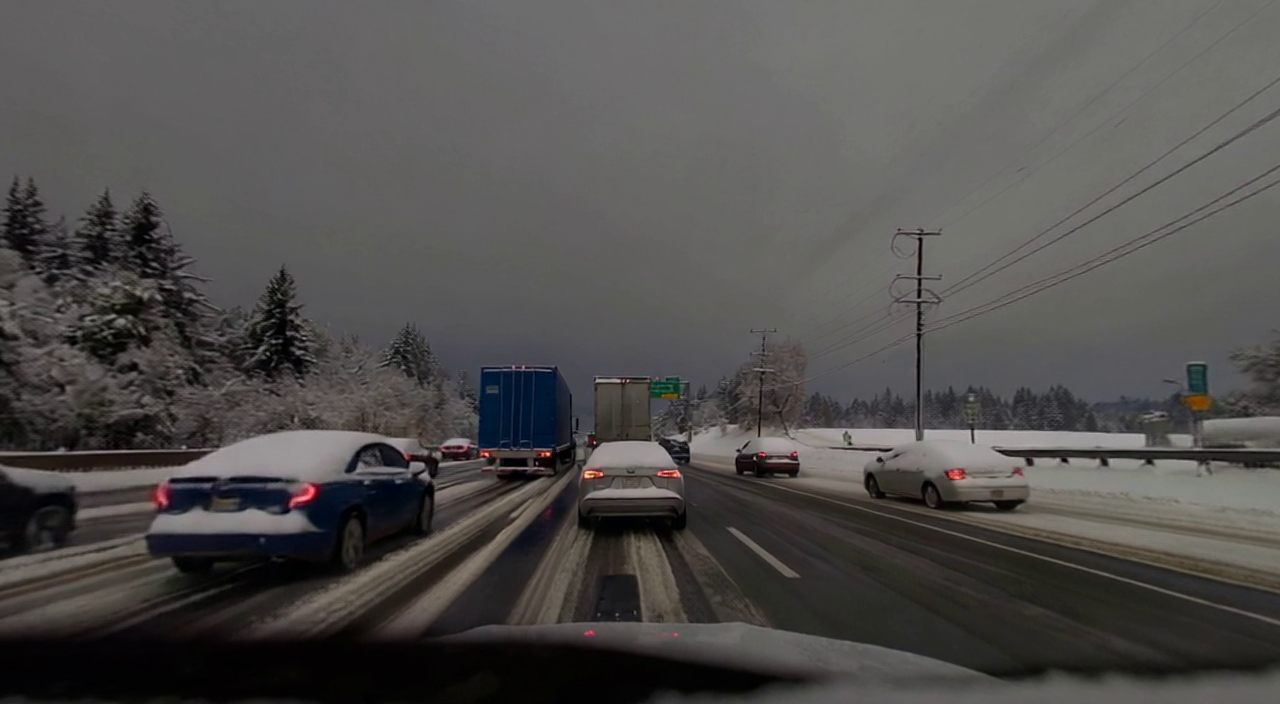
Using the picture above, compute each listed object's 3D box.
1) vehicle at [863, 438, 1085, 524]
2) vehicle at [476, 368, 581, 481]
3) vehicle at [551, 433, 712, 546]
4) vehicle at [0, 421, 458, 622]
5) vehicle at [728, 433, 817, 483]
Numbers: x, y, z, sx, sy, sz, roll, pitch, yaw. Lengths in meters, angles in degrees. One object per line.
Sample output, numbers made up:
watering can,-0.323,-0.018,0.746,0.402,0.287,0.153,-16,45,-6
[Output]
vehicle,6.383,2.489,12.751,1.878,1.406,4.164,1,-9,-6
vehicle,-5.079,4.138,33.072,3.150,4.298,17.928,0,-9,-3
vehicle,-0.208,2.113,10.360,2.112,1.463,4.012,0,-9,-3
vehicle,-3.814,1.632,7.207,2.090,1.463,4.968,0,-9,-1
vehicle,4.801,3.930,23.584,2.023,1.676,4.002,1,-9,-7
